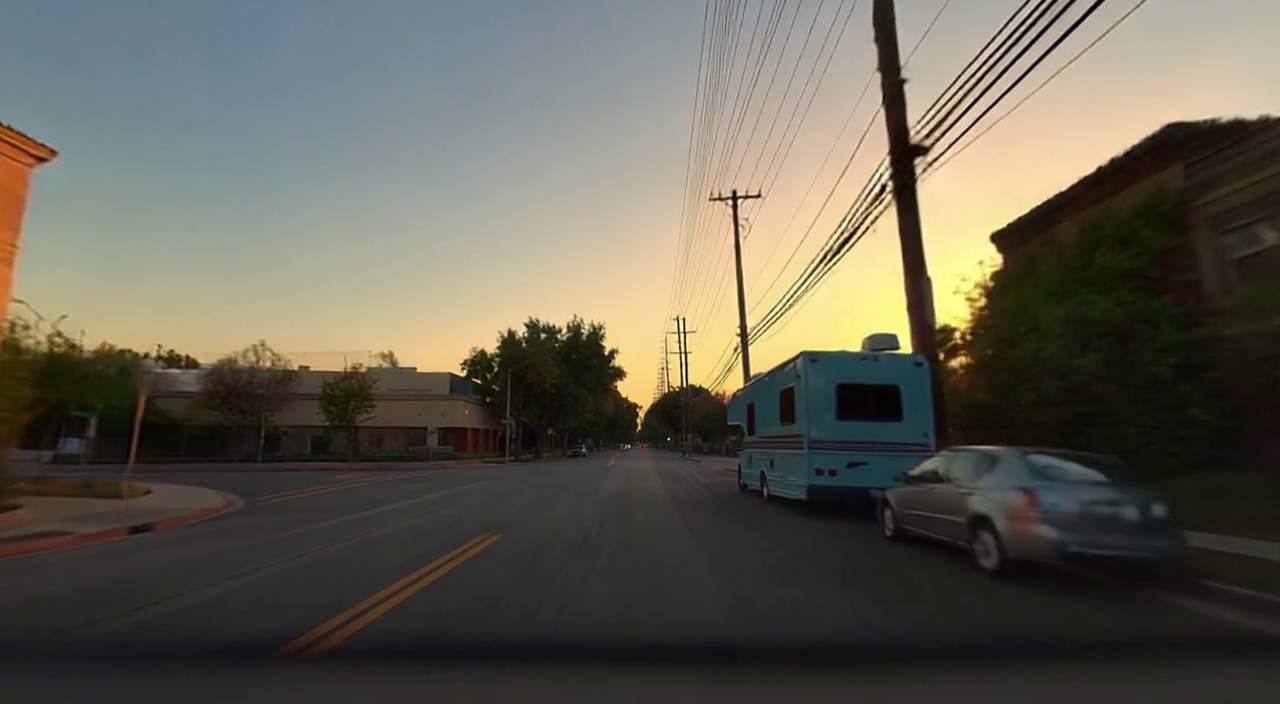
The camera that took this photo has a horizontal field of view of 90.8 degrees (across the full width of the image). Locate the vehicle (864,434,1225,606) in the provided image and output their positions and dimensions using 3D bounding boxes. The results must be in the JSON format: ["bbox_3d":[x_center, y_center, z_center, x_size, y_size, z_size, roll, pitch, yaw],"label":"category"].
[{"bbox_3d":[4.422,1.835,7.750,1.852,1.497,3.672,-2,-8,-2],"label":"vehicle"}]

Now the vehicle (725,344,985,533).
[{"bbox_3d":[4.253,2.117,15.263,3.110,3.241,8.788,0,-9,-1],"label":"vehicle"}]
